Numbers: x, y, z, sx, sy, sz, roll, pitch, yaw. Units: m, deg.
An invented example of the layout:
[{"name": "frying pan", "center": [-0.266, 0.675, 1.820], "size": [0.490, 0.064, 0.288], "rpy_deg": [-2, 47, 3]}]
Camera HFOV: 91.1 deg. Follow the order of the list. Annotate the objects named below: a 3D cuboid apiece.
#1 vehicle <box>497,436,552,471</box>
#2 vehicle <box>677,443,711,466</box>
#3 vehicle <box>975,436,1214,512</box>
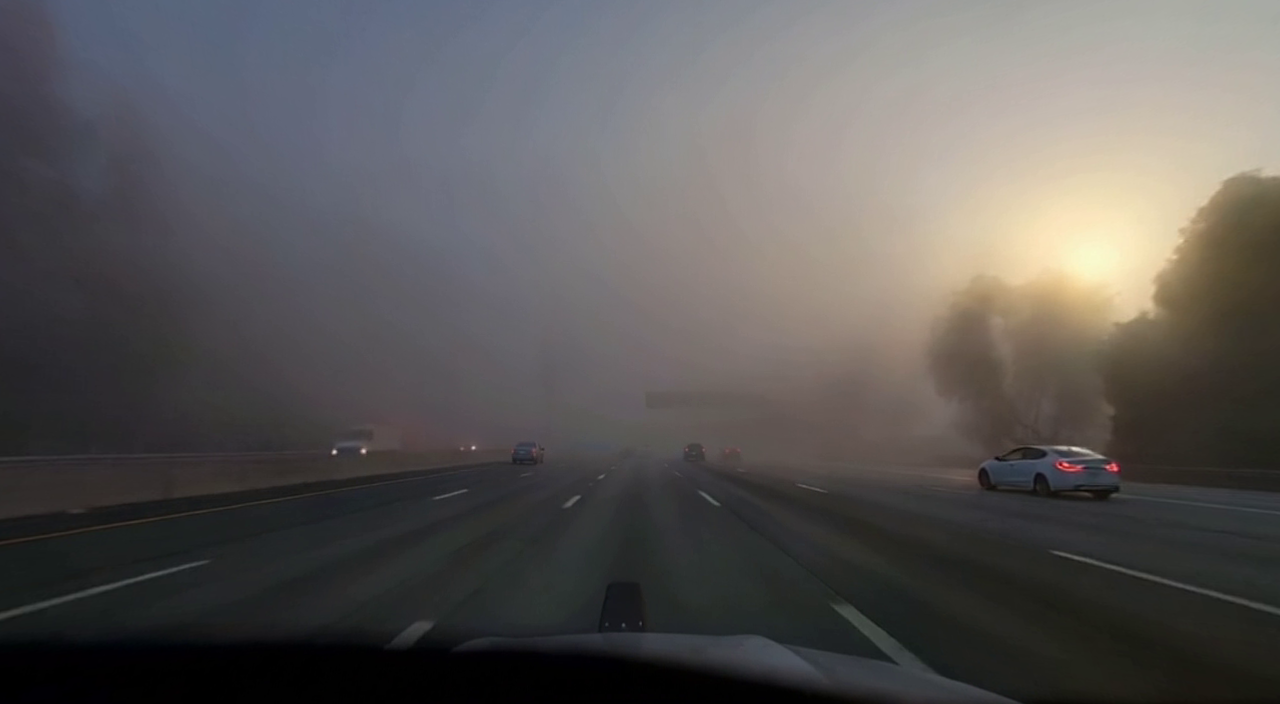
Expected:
[{"name": "vehicle", "center": [-6.306, 5.609, 34.877], "size": [2.091, 1.746, 4.437], "rpy_deg": [0, -9, 1]}, {"name": "vehicle", "center": [3.664, 7.024, 43.087], "size": [1.950, 1.453, 3.378], "rpy_deg": [0, -9, -1]}, {"name": "vehicle", "center": [10.218, 2.756, 14.769], "size": [1.979, 1.467, 4.839], "rpy_deg": [0, -9, 0]}]
